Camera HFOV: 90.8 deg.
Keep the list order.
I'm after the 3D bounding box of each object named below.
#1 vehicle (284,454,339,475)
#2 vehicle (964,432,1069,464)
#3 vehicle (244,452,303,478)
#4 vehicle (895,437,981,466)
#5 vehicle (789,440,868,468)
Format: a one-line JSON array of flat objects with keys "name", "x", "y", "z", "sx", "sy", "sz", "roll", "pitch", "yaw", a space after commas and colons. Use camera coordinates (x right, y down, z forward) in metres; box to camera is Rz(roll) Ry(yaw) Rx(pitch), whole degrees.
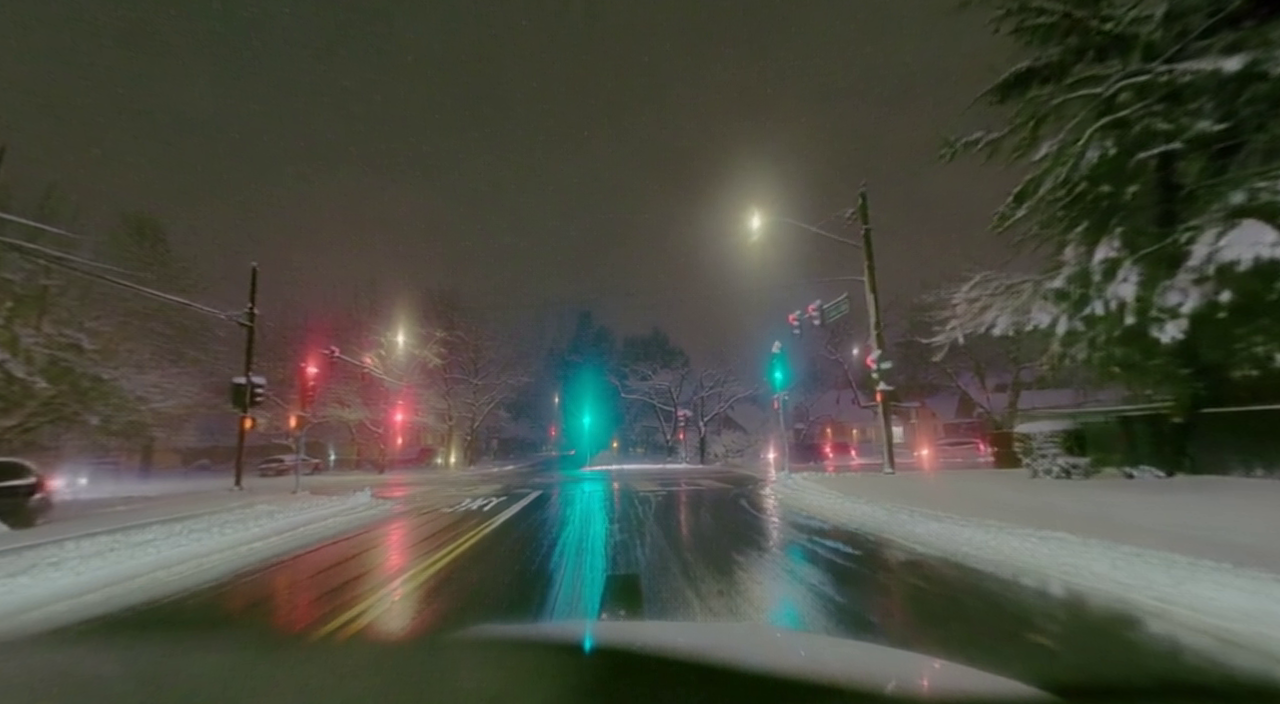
[{"name": "vehicle", "x": -25.303, "y": 8.684, "z": 48.872, "sx": 1.817, "sy": 1.488, "sz": 4.631, "roll": 0, "pitch": -8, "yaw": -1}, {"name": "vehicle", "x": 21.020, "y": 5.371, "z": 35.401, "sx": 4.510, "sy": 1.673, "sz": 2.030, "roll": 0, "pitch": -8, "yaw": -2}, {"name": "vehicle", "x": -28.208, "y": 8.684, "z": 48.734, "sx": 1.967, "sy": 1.779, "sz": 4.159, "roll": 0, "pitch": -8, "yaw": 1}, {"name": "vehicle", "x": 18.356, "y": 6.156, "z": 39.101, "sx": 4.326, "sy": 1.672, "sz": 1.903, "roll": 0, "pitch": -8, "yaw": 0}, {"name": "vehicle", "x": 10.538, "y": 5.732, "z": 35.492, "sx": 3.815, "sy": 1.504, "sz": 1.790, "roll": 0, "pitch": -8, "yaw": 0}]
